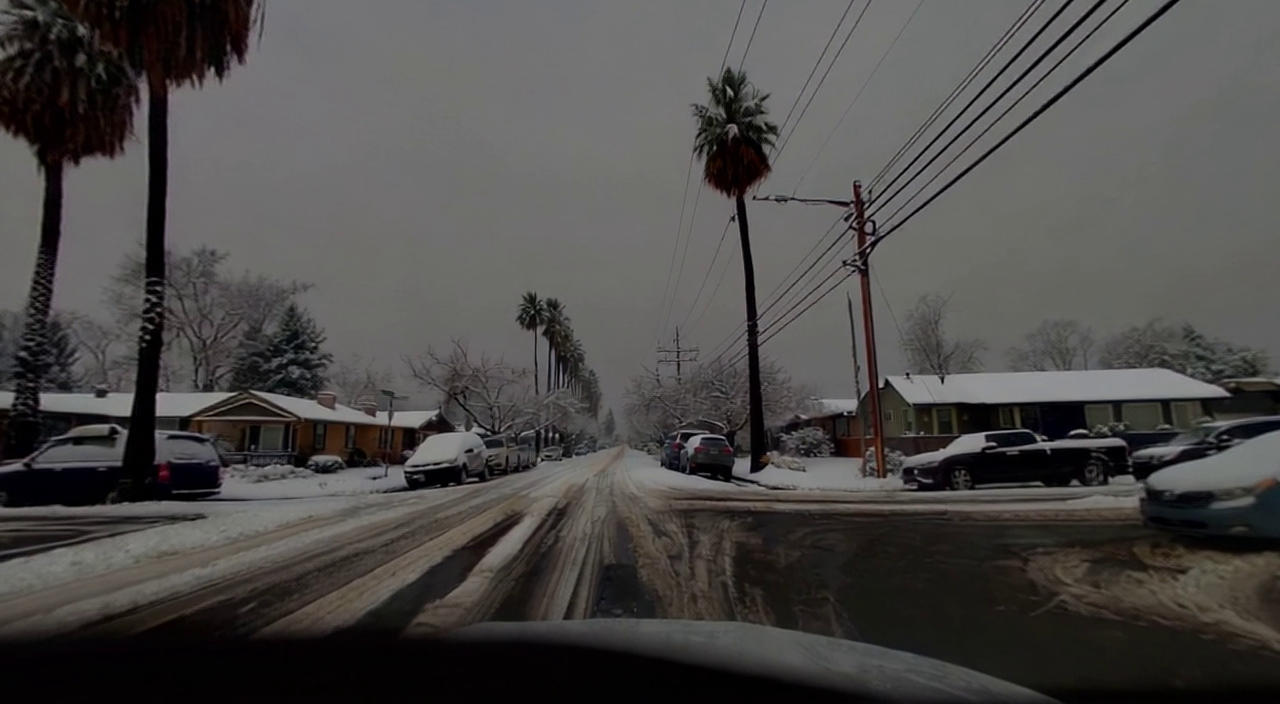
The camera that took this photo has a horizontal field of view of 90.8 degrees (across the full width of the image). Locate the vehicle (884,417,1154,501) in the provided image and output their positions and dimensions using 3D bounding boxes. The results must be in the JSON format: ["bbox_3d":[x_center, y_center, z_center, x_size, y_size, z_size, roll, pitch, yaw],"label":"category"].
[{"bbox_3d":[10.280,2.931,17.520,5.971,1.967,2.385,-1,-9,-5],"label":"vehicle"}]

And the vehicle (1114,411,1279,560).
[{"bbox_3d":[8.991,1.636,8.082,4.181,1.638,2.015,0,-9,-1],"label":"vehicle"}]

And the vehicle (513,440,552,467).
[{"bbox_3d":[-7.755,7.373,46.085,2.178,1.865,4.658,0,-9,-2],"label":"vehicle"}]

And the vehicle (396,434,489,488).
[{"bbox_3d":[-6.958,3.868,22.771,2.198,1.724,4.493,1,-9,-5],"label":"vehicle"}]

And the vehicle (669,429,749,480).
[{"bbox_3d":[2.701,4.259,26.527,2.505,1.895,5.805,0,-9,-2],"label":"vehicle"}]

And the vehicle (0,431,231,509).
[{"bbox_3d":[-14.796,3.158,17.005,5.847,1.766,2.392,-2,-9,-2],"label":"vehicle"}]
